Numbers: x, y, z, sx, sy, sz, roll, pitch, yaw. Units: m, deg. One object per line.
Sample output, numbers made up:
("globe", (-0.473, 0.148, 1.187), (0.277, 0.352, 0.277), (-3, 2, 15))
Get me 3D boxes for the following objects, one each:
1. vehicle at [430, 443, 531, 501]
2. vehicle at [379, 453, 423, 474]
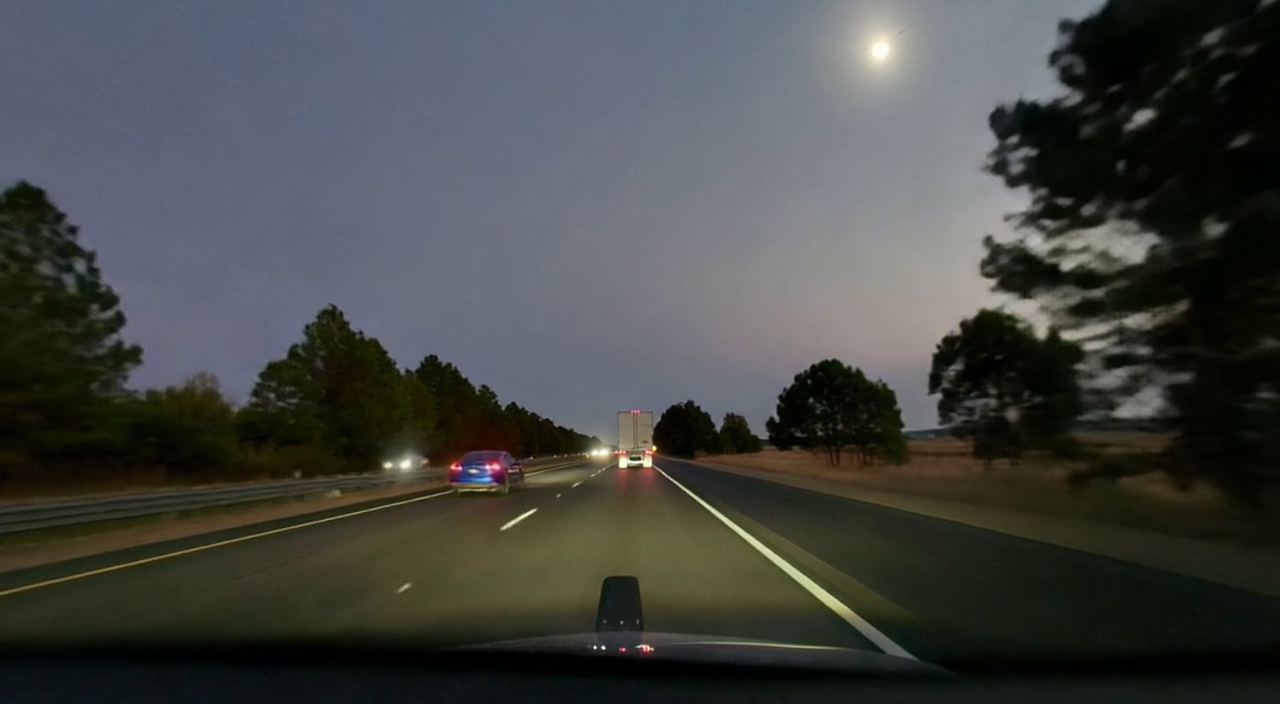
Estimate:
("vehicle", (-4.467, 3.414, 18.285), (1.937, 1.493, 3.779), (0, -9, 0))
("vehicle", (-18.129, 8.458, 48.060), (1.805, 1.466, 3.803), (0, -9, 0))
